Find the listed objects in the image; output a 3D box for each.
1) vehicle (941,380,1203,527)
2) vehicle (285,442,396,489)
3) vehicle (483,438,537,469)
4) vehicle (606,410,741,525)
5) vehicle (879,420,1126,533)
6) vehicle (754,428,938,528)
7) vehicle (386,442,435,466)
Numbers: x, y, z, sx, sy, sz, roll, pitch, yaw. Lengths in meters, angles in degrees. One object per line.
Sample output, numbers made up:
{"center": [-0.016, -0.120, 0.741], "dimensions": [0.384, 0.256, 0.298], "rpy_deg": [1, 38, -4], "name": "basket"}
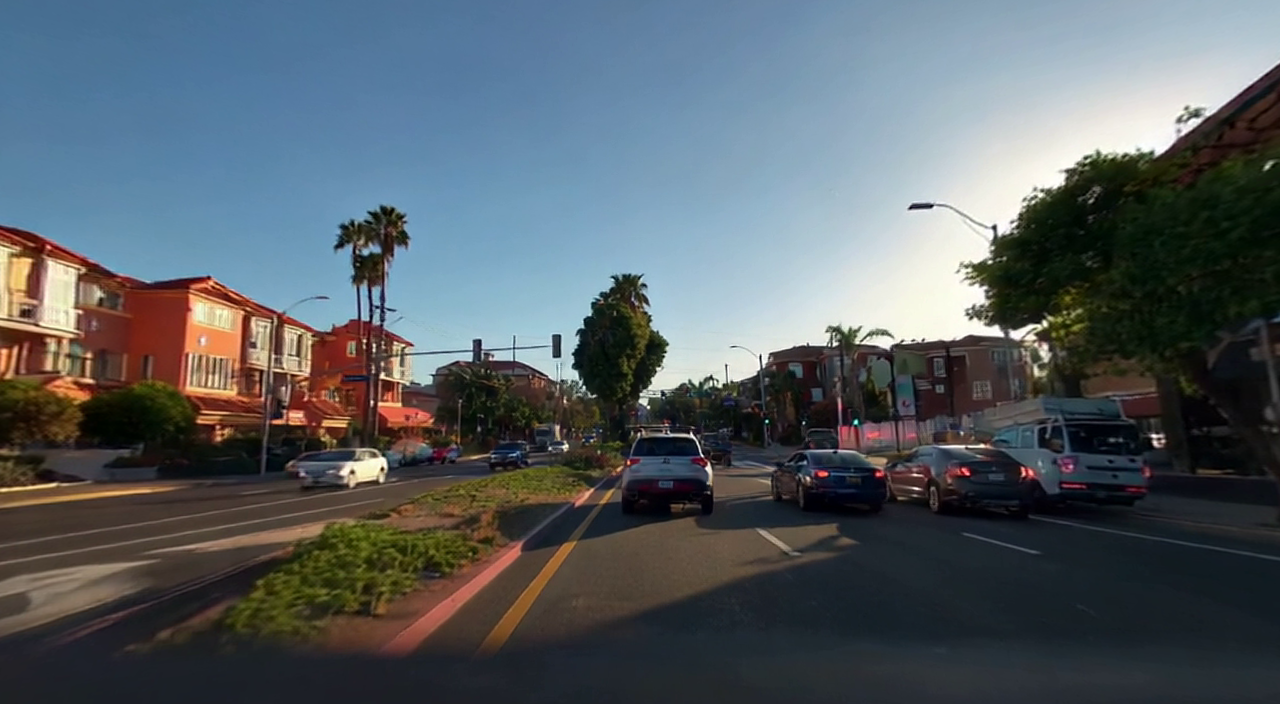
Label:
{"center": [10.519, 2.384, 16.229], "dimensions": [2.663, 3.061, 5.602], "rpy_deg": [-1, -5, -1], "name": "vehicle"}
{"center": [-11.670, 4.438, 24.956], "dimensions": [2.134, 1.699, 4.342], "rpy_deg": [0, -9, 2], "name": "vehicle"}
{"center": [-7.677, 6.043, 37.682], "dimensions": [2.050, 1.725, 4.677], "rpy_deg": [0, -9, 3], "name": "vehicle"}
{"center": [0.663, 2.561, 14.521], "dimensions": [2.487, 2.115, 5.444], "rpy_deg": [0, -9, 1], "name": "vehicle"}
{"center": [7.395, 2.603, 13.816], "dimensions": [2.215, 1.973, 5.323], "rpy_deg": [0, -9, 0], "name": "vehicle"}
{"center": [4.066, 2.588, 13.579], "dimensions": [2.283, 1.738, 4.916], "rpy_deg": [0, -9, 0], "name": "vehicle"}
{"center": [-17.785, 7.936, 49.096], "dimensions": [1.965, 1.747, 4.461], "rpy_deg": [0, -9, 2], "name": "vehicle"}
